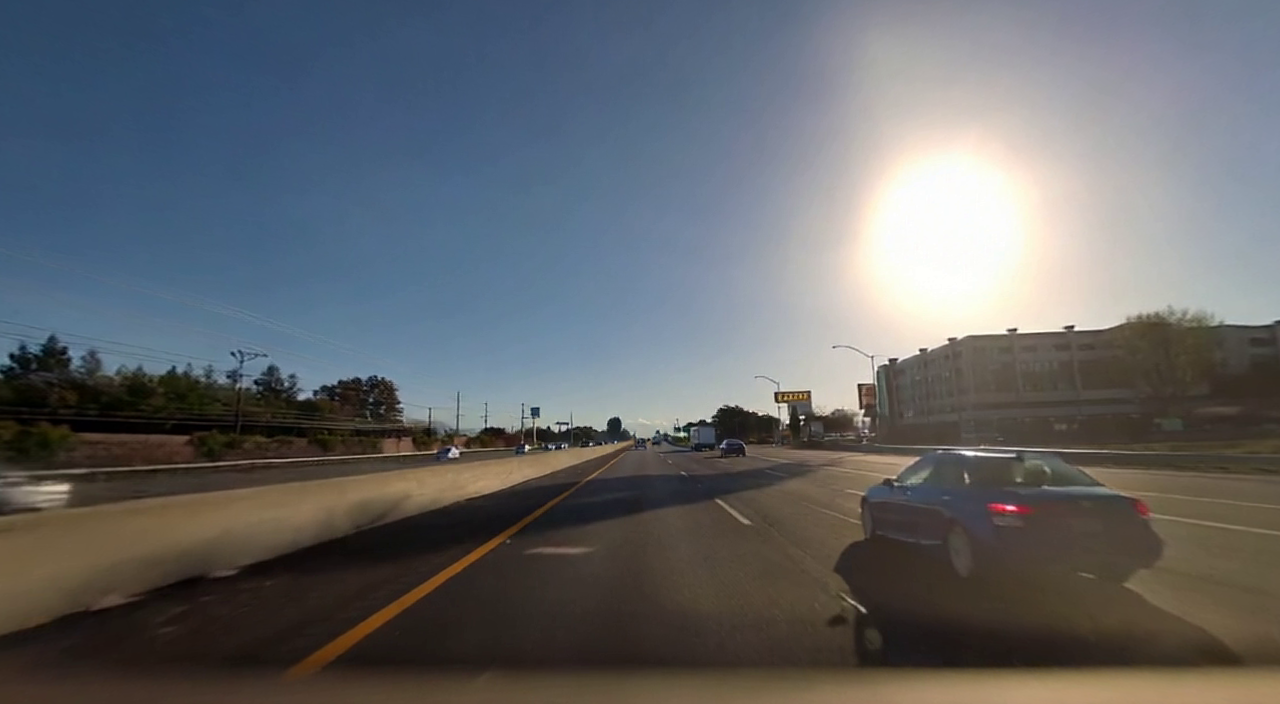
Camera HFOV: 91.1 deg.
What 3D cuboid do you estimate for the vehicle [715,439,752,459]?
[{"bbox_3d":[7.229,7.570,49.041,2.079,1.518,5.032,0,-8,-1],"label":"vehicle"}]
